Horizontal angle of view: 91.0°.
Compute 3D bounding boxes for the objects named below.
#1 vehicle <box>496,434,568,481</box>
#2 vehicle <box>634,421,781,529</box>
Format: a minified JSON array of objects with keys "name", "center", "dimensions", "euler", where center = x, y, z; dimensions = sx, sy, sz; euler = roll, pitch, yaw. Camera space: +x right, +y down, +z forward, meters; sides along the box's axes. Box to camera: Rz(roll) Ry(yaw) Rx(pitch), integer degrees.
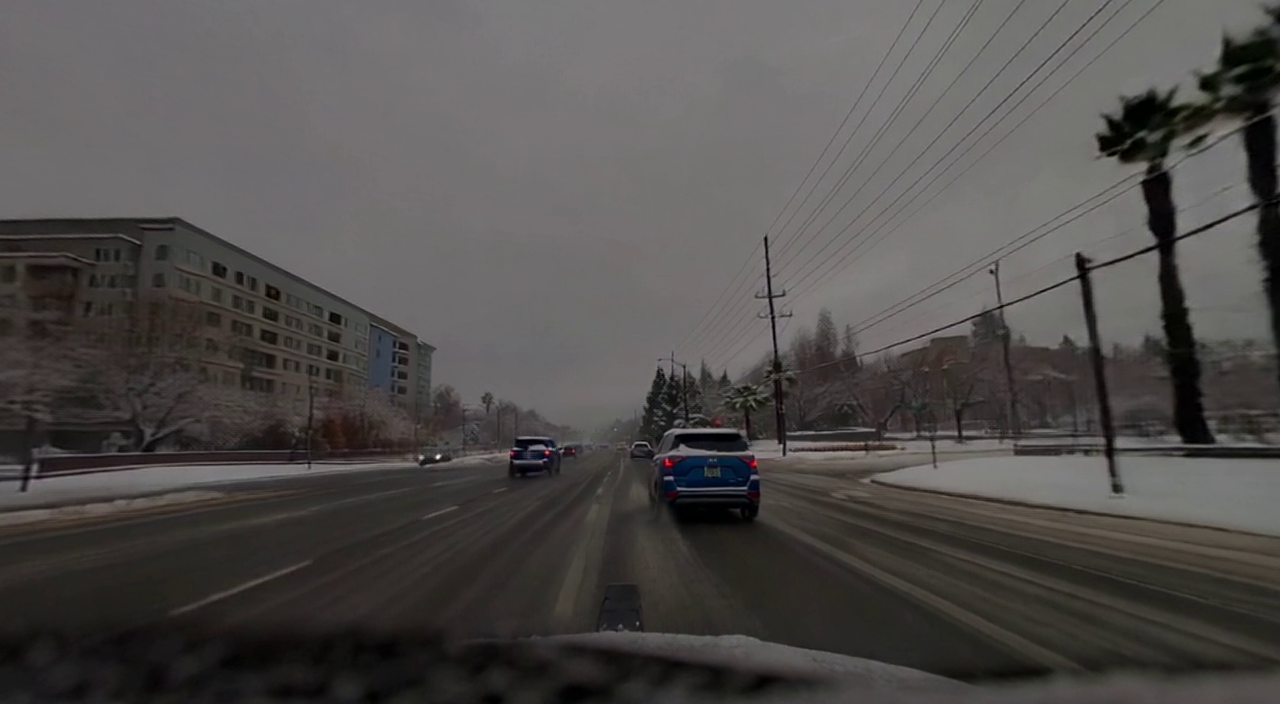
[{"name":"vehicle","center":[-4.472,4.463,26.839],"dimensions":[2.169,1.796,4.821],"euler":[0,-9,1]},{"name":"vehicle","center":[1.076,2.312,12.346],"dimensions":[2.198,1.706,4.166],"euler":[0,-9,-3]}]
